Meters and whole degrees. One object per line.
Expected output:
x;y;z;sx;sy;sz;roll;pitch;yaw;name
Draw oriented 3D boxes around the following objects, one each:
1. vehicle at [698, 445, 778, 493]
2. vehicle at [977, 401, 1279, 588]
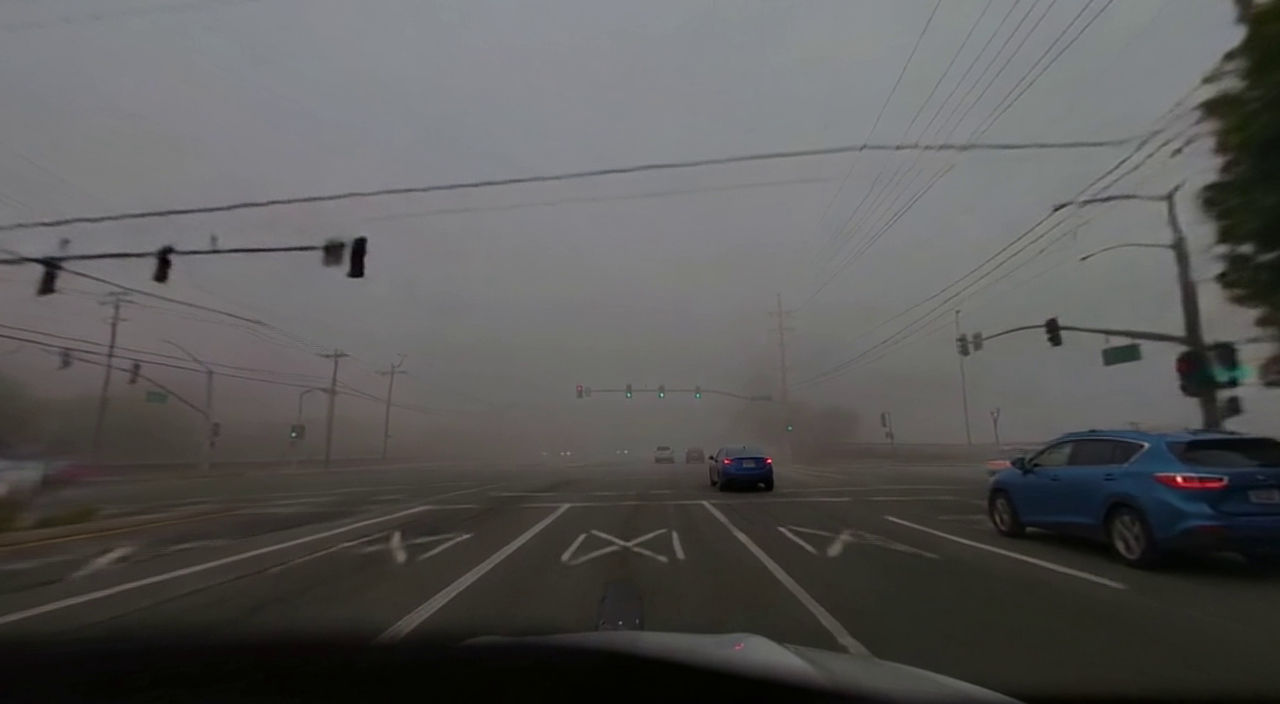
3.259;3.985;21.917;2.035;1.460;4.392;0;-9;-1;vehicle
6.681;1.697;8.342;2.029;1.795;4.371;0;-9;0;vehicle
